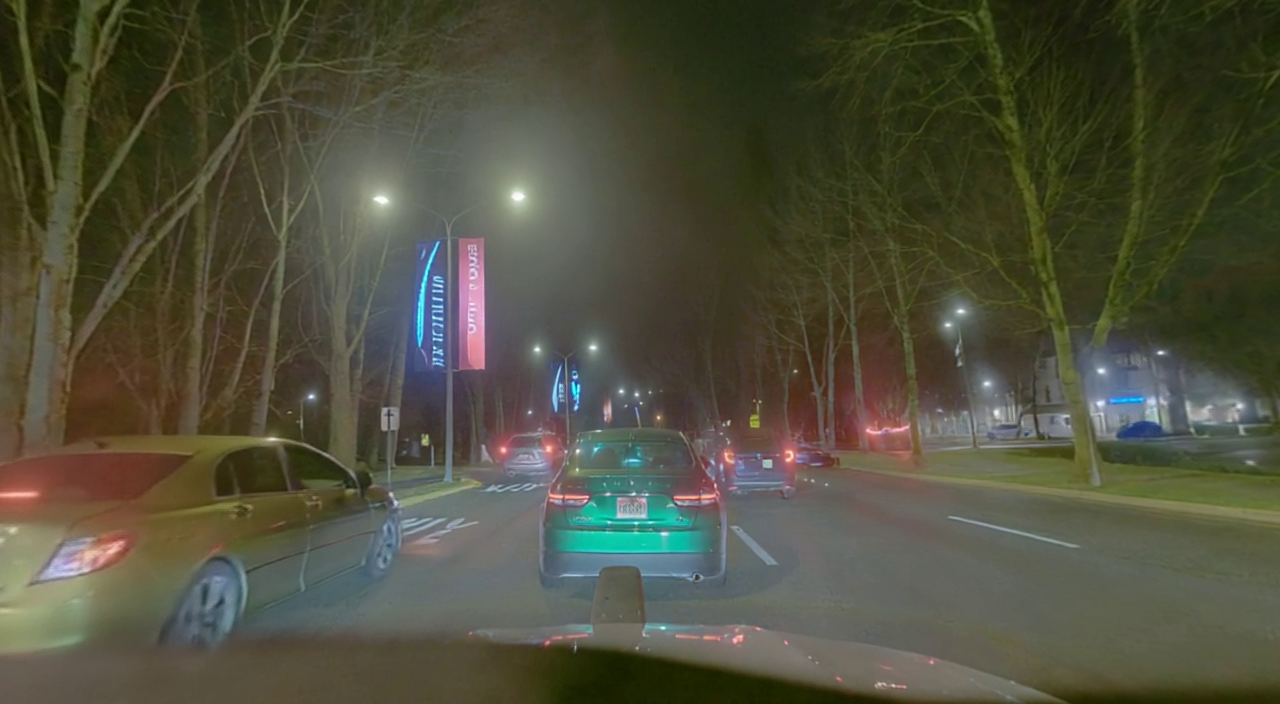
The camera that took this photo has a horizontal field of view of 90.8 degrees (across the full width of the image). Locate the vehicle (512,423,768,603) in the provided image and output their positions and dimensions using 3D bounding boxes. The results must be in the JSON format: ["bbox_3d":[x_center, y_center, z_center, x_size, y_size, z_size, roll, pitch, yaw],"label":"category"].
[{"bbox_3d":[-0.058,1.635,7.311,2.126,1.475,3.967,0,-8,-2],"label":"vehicle"}]

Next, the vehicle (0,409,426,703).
[{"bbox_3d":[-3.497,1.337,5.099,1.961,1.487,4.453,0,-8,0],"label":"vehicle"}]
